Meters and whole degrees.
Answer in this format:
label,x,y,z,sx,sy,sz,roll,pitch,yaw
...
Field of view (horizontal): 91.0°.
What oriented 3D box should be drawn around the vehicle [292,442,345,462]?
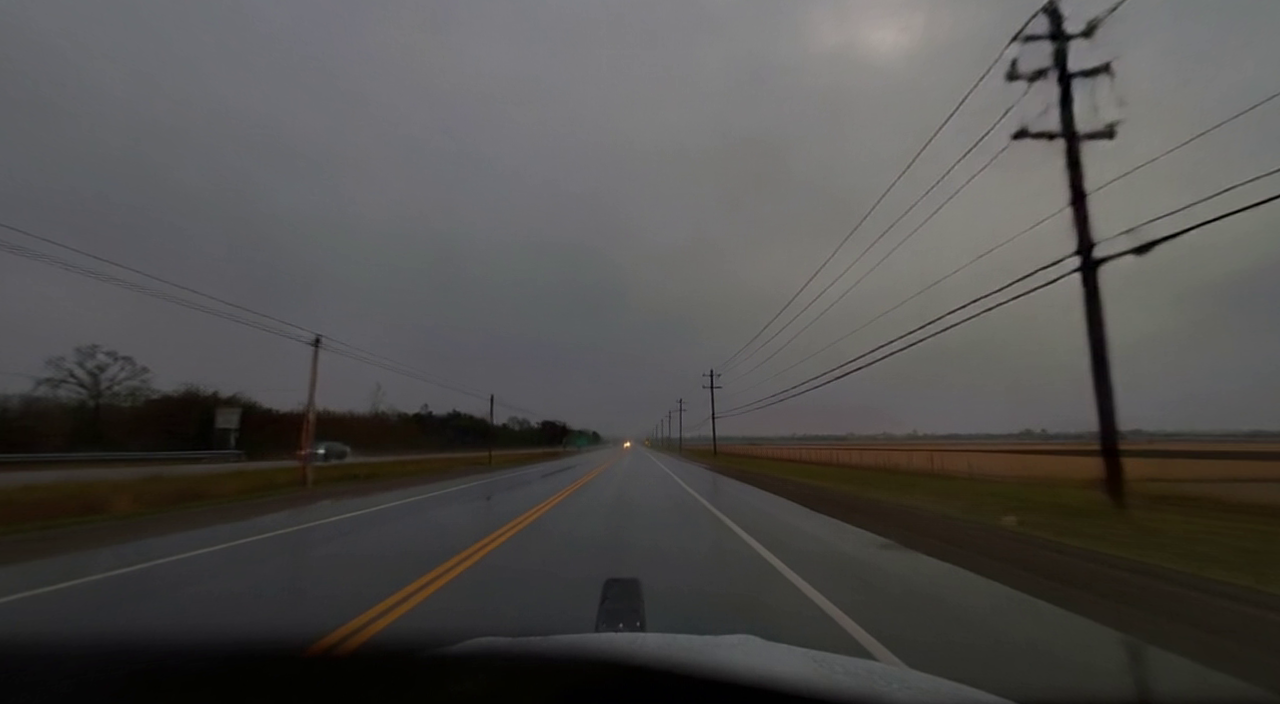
label,x,y,z,sx,sy,sz,roll,pitch,yaw
vehicle,-24.880,7.748,48.894,1.795,1.512,4.459,0,-9,-1
